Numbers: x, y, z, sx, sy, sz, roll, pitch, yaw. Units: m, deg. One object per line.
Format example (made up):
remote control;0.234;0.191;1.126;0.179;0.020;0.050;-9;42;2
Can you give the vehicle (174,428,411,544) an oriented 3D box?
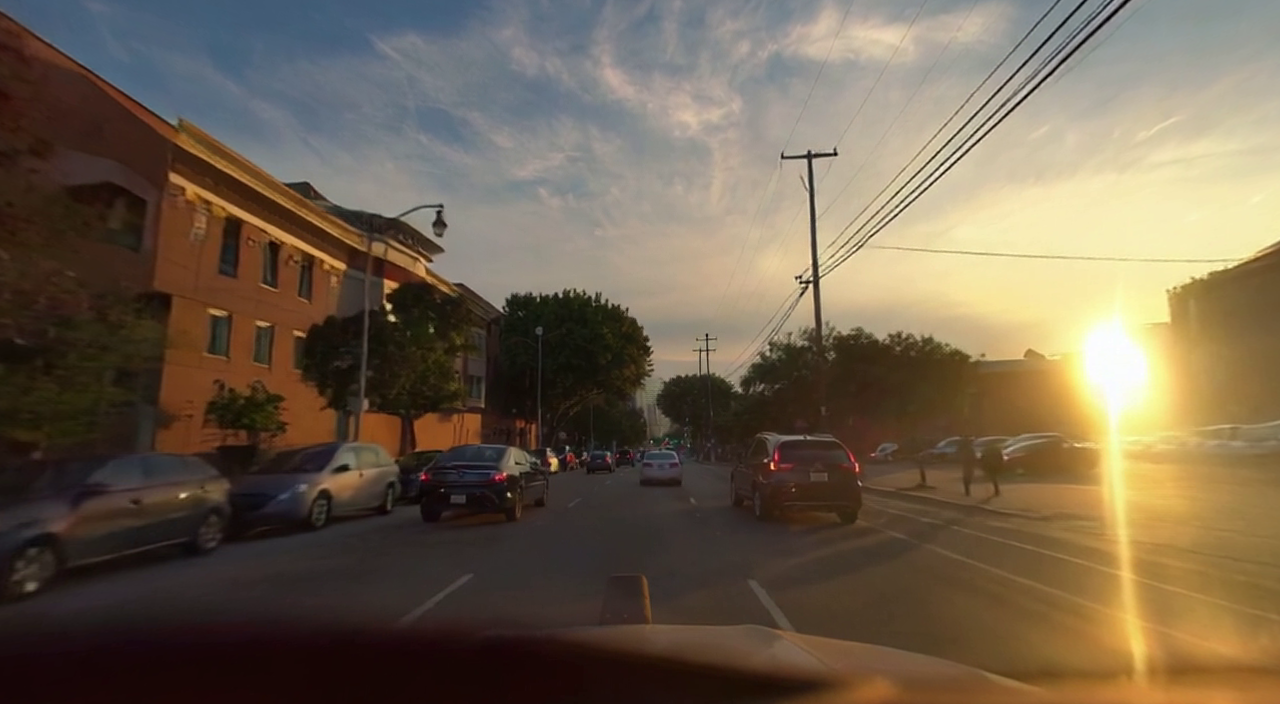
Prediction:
vehicle;-5.944;2.317;11.511;1.867;1.692;4.188;0;-9;1

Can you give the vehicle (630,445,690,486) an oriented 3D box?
vehicle;0.758;4.431;24.951;2.139;1.466;4.373;0;-9;1

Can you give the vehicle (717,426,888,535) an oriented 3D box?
vehicle;2.852;2.374;12.255;2.094;1.709;4.394;0;-9;-1

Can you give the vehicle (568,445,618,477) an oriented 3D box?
vehicle;-2.328;5.580;32.445;2.019;1.507;4.643;-1;-9;2

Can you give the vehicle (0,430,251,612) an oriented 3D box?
vehicle;-6.178;1.723;7.104;1.620;1.586;2.903;0;-9;1

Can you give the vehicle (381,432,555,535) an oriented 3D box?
vehicle;-3.034;2.408;12.128;2.085;1.619;3.976;-1;-9;2
